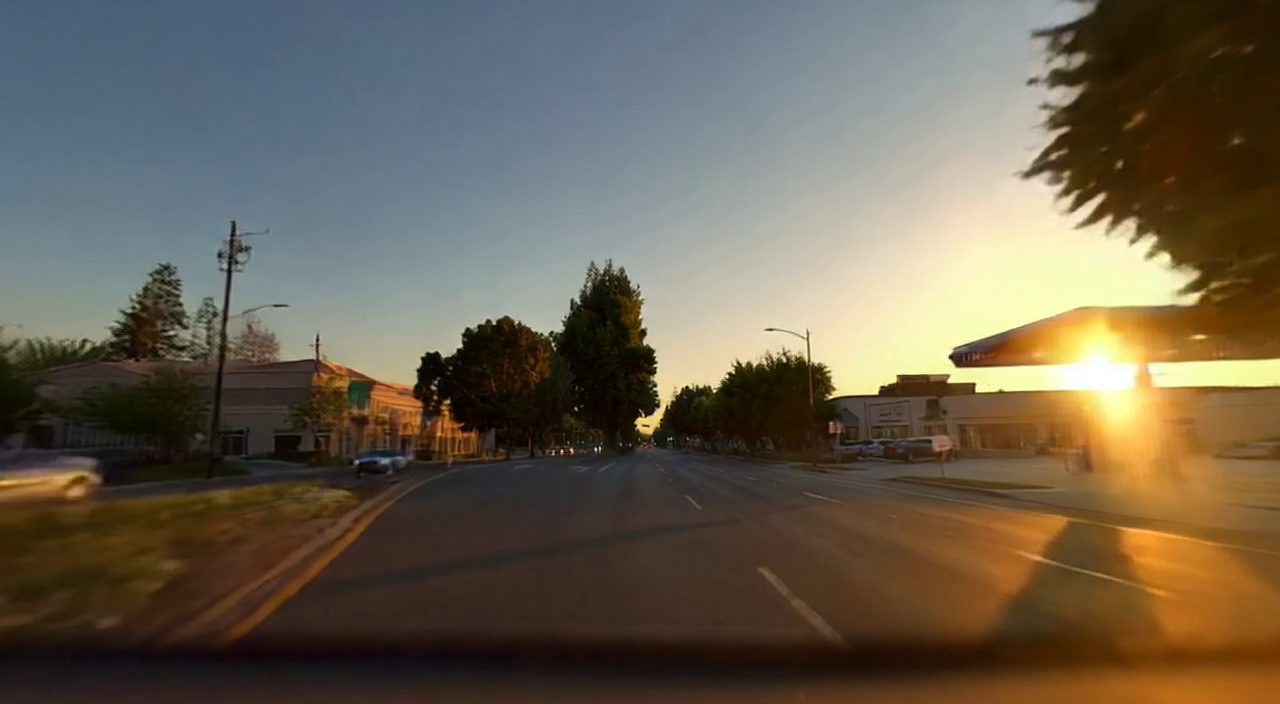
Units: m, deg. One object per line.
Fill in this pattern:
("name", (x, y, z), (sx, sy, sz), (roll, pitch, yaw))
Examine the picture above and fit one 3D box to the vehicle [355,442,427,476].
("vehicle", (-11.902, 5.126, 30.506), (1.725, 1.507, 4.251), (0, -8, 1))
